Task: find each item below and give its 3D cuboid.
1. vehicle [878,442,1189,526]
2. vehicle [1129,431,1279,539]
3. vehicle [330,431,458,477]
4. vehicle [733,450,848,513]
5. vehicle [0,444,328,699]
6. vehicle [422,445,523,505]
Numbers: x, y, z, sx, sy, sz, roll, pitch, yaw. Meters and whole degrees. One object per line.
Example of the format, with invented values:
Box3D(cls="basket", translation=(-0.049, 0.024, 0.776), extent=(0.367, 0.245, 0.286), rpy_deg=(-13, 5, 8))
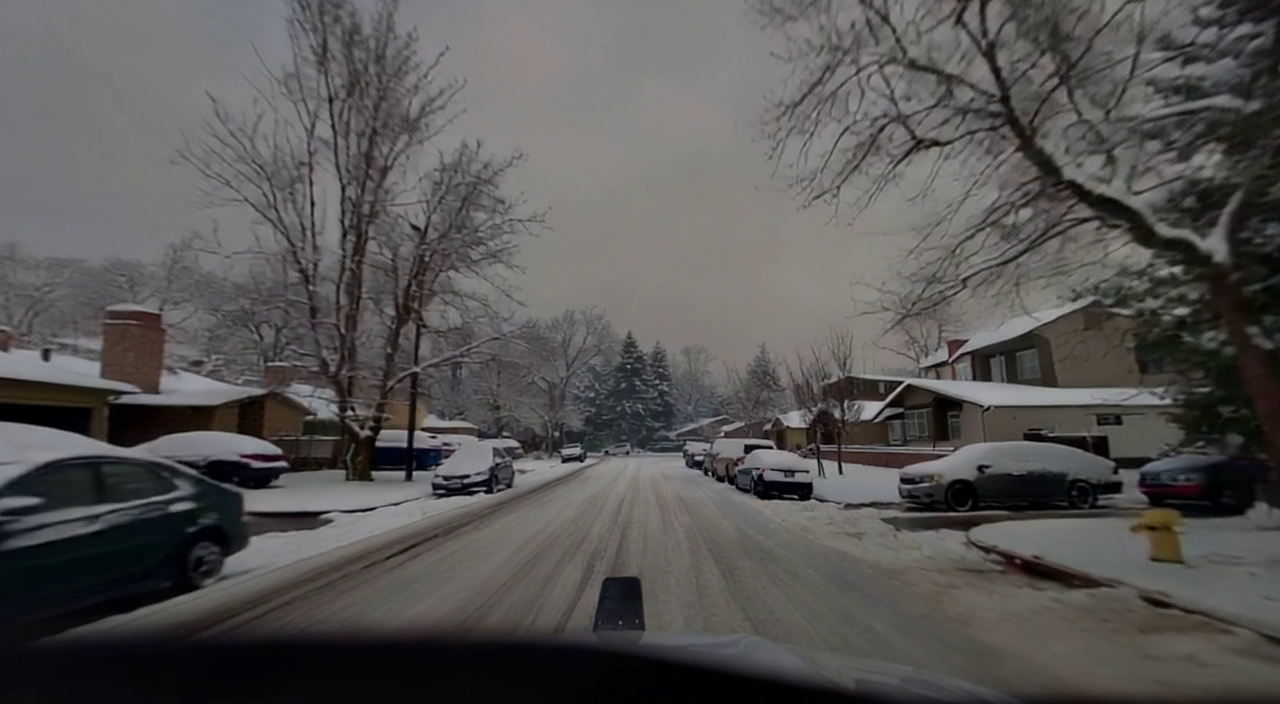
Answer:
Box3D(cls="vehicle", translation=(7.499, 2.535, 12.467), extent=(4.818, 1.502, 1.867), rpy_deg=(0, -8, 2))
Box3D(cls="vehicle", translation=(10.817, 1.954, 9.736), extent=(4.783, 1.469, 2.007), rpy_deg=(-1, -7, 2))
Box3D(cls="vehicle", translation=(-10.557, 4.415, 27.476), extent=(4.641, 1.844, 2.243), rpy_deg=(1, -8, -5))
Box3D(cls="vehicle", translation=(4.034, 3.551, 17.900), extent=(2.042, 1.456, 4.903), rpy_deg=(0, -8, 0))
Box3D(cls="vehicle", translation=(-4.732, 1.458, 4.958), extent=(2.189, 1.421, 4.659), rpy_deg=(0, -8, 0))
Box3D(cls="vehicle", translation=(-4.987, 3.692, 19.445), extent=(1.943, 1.602, 4.172), rpy_deg=(0, -8, 0))
